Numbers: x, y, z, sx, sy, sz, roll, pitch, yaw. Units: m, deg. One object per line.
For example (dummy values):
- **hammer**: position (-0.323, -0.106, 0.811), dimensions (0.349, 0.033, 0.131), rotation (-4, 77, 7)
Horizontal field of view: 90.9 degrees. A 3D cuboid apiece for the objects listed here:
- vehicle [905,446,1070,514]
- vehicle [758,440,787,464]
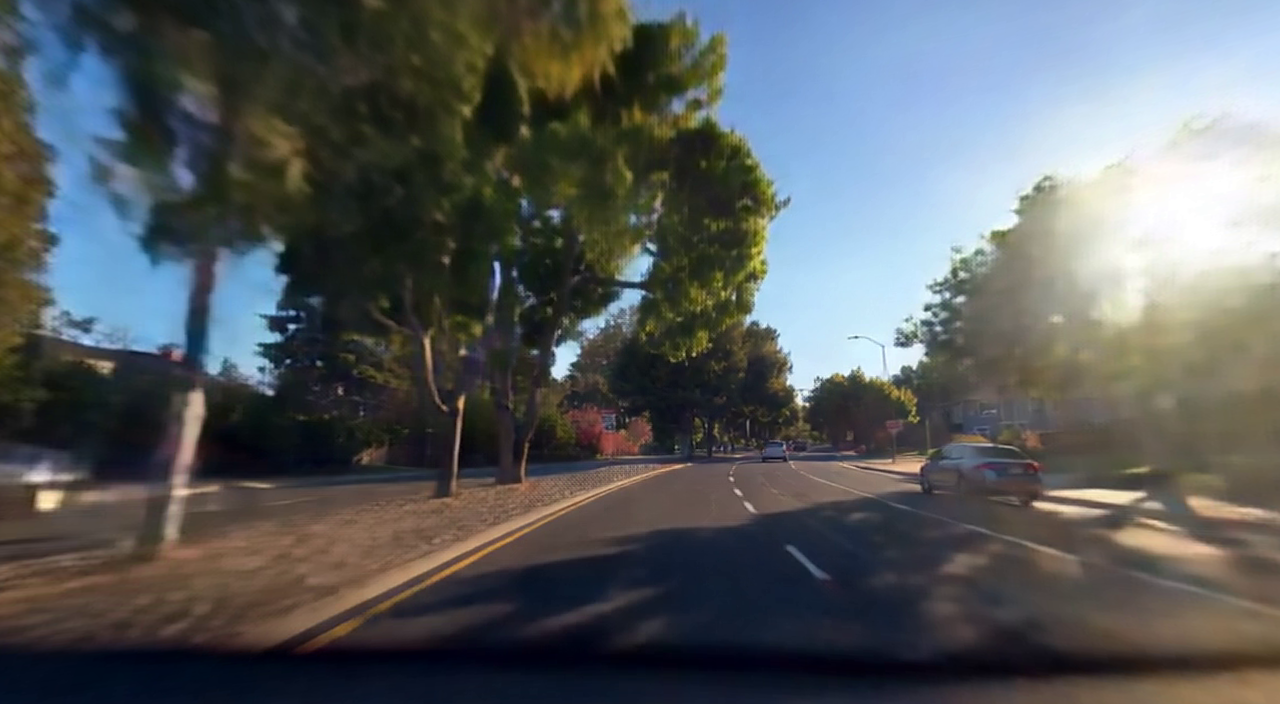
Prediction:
- **vehicle**: position (8.441, 3.101, 15.852), dimensions (1.855, 1.444, 4.389), rotation (-1, -8, 4)
- **vehicle**: position (10.093, 7.609, 48.025), dimensions (1.991, 1.684, 4.127), rotation (-2, -9, 11)
